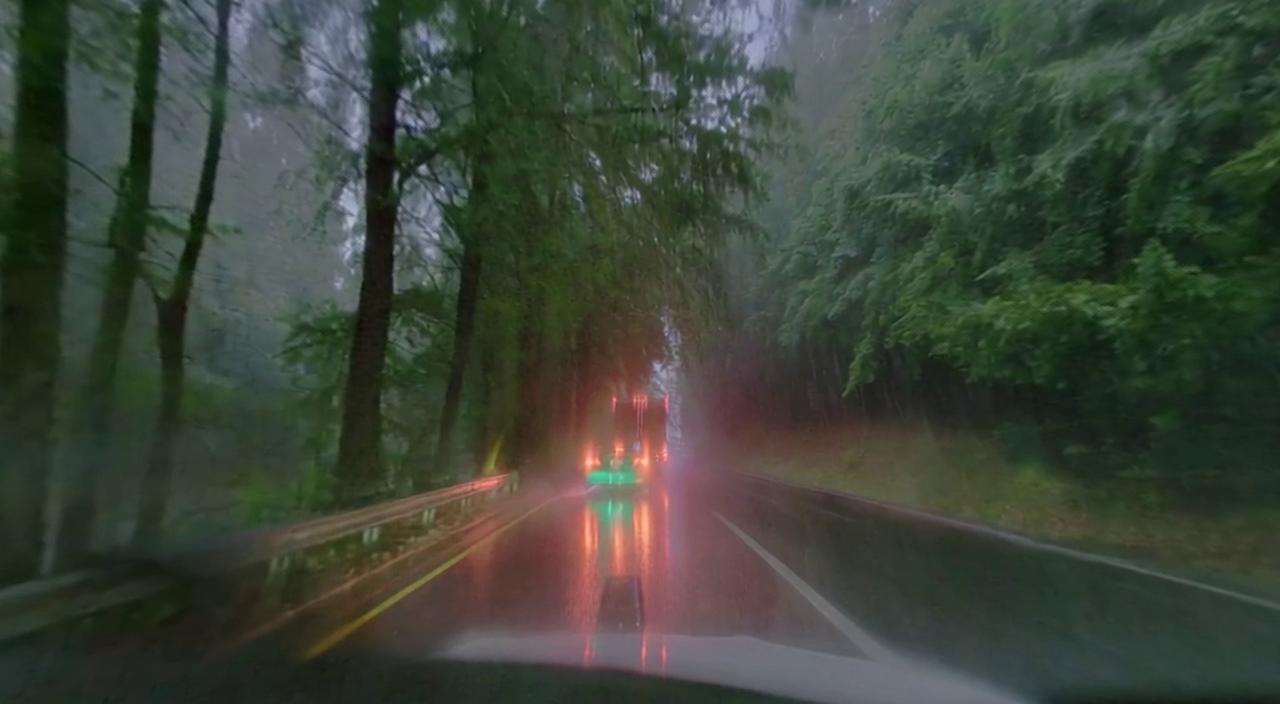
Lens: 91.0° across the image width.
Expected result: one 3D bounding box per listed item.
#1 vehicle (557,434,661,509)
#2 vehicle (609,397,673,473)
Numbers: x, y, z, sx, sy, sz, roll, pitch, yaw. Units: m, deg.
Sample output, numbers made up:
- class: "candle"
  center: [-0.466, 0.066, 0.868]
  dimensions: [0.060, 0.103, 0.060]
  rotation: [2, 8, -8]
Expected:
- class: "vehicle"
  center: [-0.602, 2.701, 14.699]
  dimensions: [2.076, 1.490, 4.078]
  rotation: [0, -8, 0]
- class: "vehicle"
  center: [-0.010, 4.921, 36.588]
  dimensions: [3.085, 3.682, 11.755]
  rotation: [0, -8, -1]
